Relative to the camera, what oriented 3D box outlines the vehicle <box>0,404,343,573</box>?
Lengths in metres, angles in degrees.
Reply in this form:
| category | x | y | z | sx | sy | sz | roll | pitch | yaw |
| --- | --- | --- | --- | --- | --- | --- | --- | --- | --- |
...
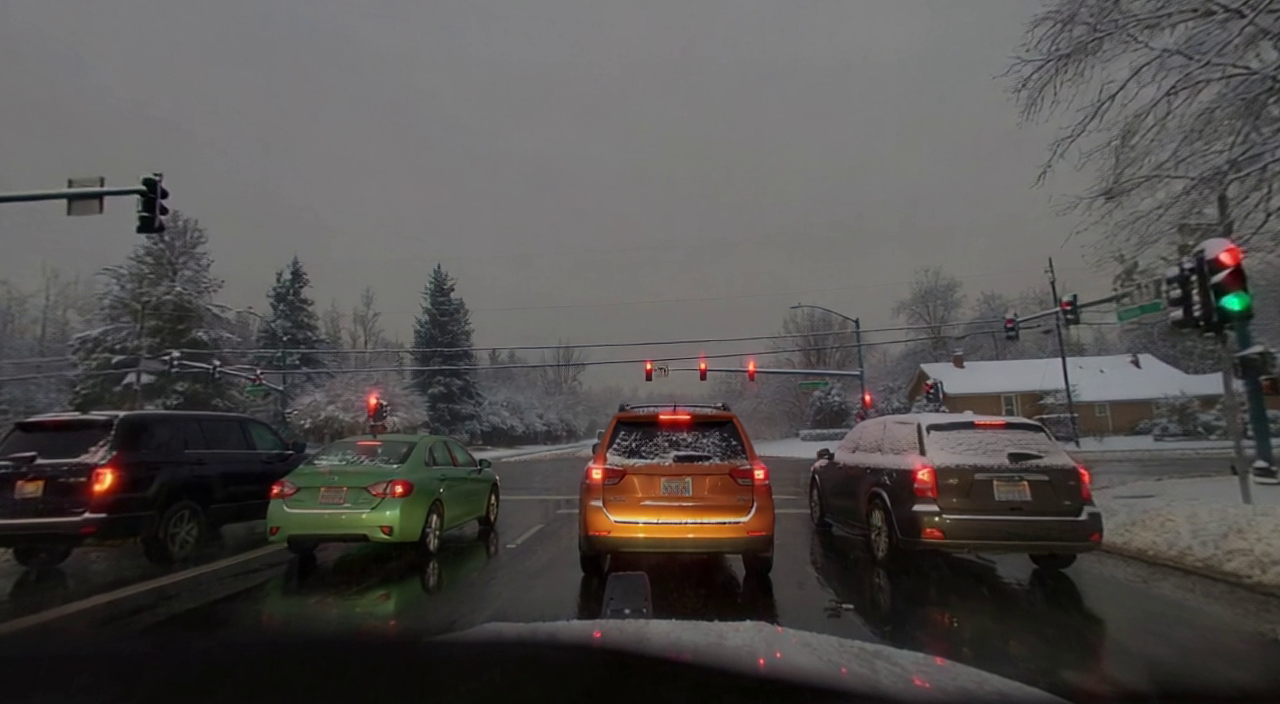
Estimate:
| category | x | y | z | sx | sy | sz | roll | pitch | yaw |
| --- | --- | --- | --- | --- | --- | --- | --- | --- | --- |
| vehicle | -6.643 | 1.820 | 9.243 | 2.075 | 1.796 | 4.785 | 0 | -8 | 2 |

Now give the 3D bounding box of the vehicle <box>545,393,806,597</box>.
| category | x | y | z | sx | sy | sz | roll | pitch | yaw |
| --- | --- | --- | --- | --- | --- | --- | --- | --- | --- |
| vehicle | 0.378 | 1.518 | 7.495 | 2.198 | 1.708 | 4.170 | 0 | -8 | 2 |

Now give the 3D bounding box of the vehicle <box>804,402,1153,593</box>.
| category | x | y | z | sx | sy | sz | roll | pitch | yaw |
| --- | --- | --- | --- | --- | --- | --- | --- | --- | --- |
| vehicle | 3.510 | 1.586 | 7.751 | 2.047 | 1.638 | 4.395 | -1 | -8 | 4 |

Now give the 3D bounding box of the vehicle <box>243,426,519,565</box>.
| category | x | y | z | sx | sy | sz | roll | pitch | yaw |
| --- | --- | --- | --- | --- | --- | --- | --- | --- | --- |
| vehicle | -3.255 | 1.882 | 9.092 | 1.885 | 1.475 | 4.359 | -1 | -8 | 4 |
